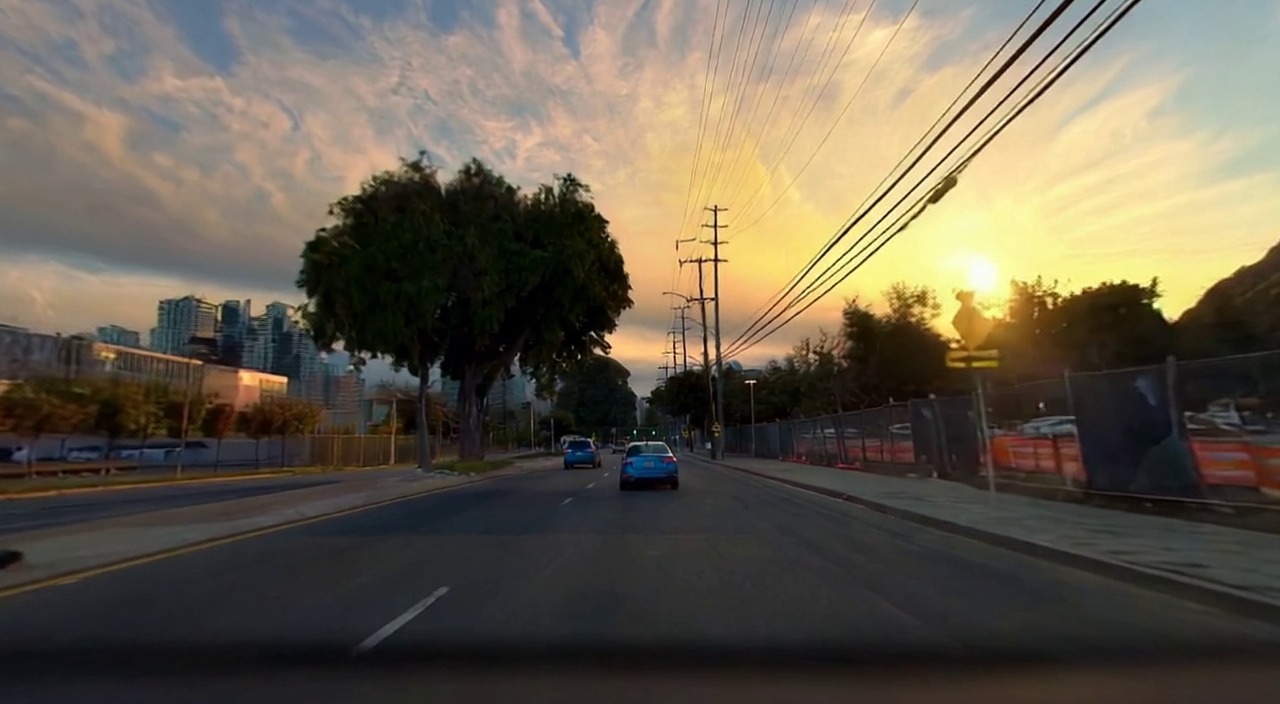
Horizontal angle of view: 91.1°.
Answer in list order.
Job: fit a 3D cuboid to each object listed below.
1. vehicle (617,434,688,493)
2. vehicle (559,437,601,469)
[{"bbox_3d":[0.333,3.523,20.178,2.059,1.691,3.980,0,-8,-1],"label":"vehicle"},{"bbox_3d":[-3.614,6.155,38.512,2.078,1.804,4.387,0,-8,1],"label":"vehicle"}]
